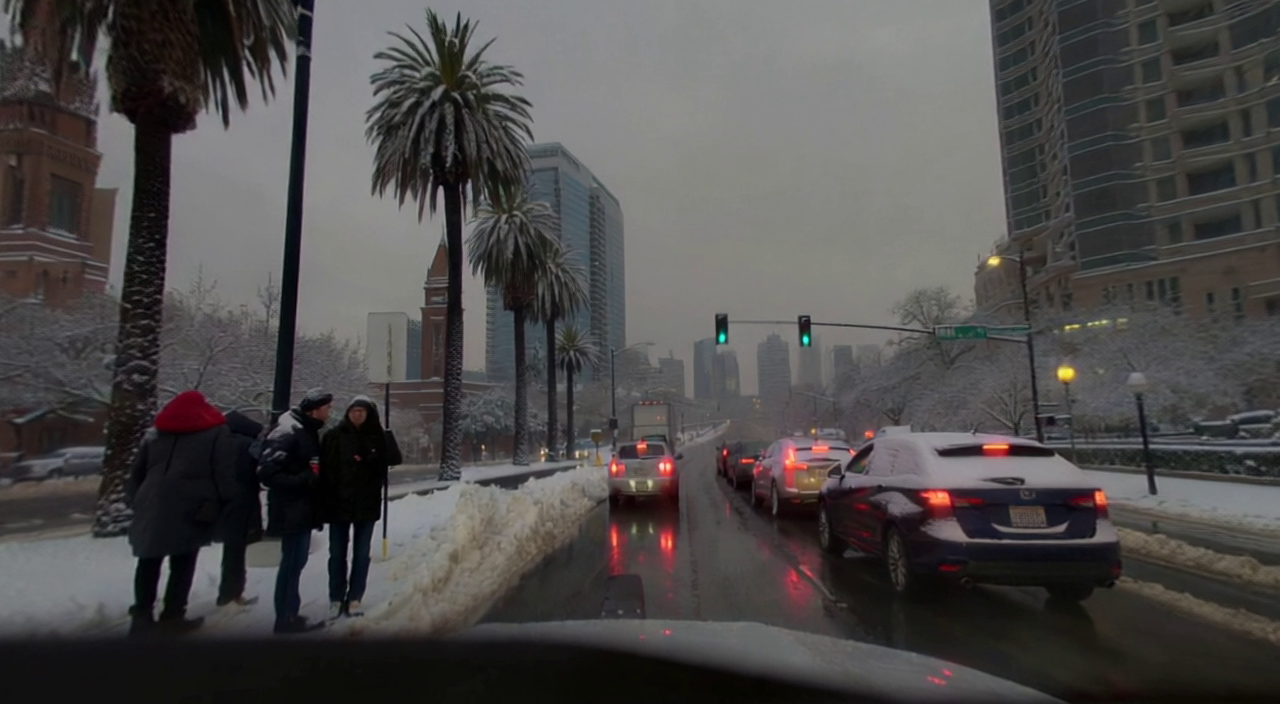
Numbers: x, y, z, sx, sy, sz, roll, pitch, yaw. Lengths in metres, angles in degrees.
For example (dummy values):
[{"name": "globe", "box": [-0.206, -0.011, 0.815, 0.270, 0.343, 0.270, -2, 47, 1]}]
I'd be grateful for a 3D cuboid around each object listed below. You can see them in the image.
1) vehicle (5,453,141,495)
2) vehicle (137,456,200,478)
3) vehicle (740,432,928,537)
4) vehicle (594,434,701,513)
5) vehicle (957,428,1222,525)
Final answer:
[{"name": "vehicle", "box": [-26.698, 5.719, 29.931, 2.105, 1.793, 4.812, 0, -9, -4]}, {"name": "vehicle", "box": [-36.768, 8.978, 49.222, 1.700, 1.527, 4.445, 1, -9, -4]}, {"name": "vehicle", "box": [3.113, 2.222, 11.194, 1.913, 1.469, 4.425, 0, -9, 0]}, {"name": "vehicle", "box": [0.177, 2.612, 13.994, 2.048, 1.503, 3.681, 0, -9, 1]}, {"name": "vehicle", "box": [8.177, 2.283, 12.089, 1.859, 1.508, 4.259, 0, -9, -1]}]
